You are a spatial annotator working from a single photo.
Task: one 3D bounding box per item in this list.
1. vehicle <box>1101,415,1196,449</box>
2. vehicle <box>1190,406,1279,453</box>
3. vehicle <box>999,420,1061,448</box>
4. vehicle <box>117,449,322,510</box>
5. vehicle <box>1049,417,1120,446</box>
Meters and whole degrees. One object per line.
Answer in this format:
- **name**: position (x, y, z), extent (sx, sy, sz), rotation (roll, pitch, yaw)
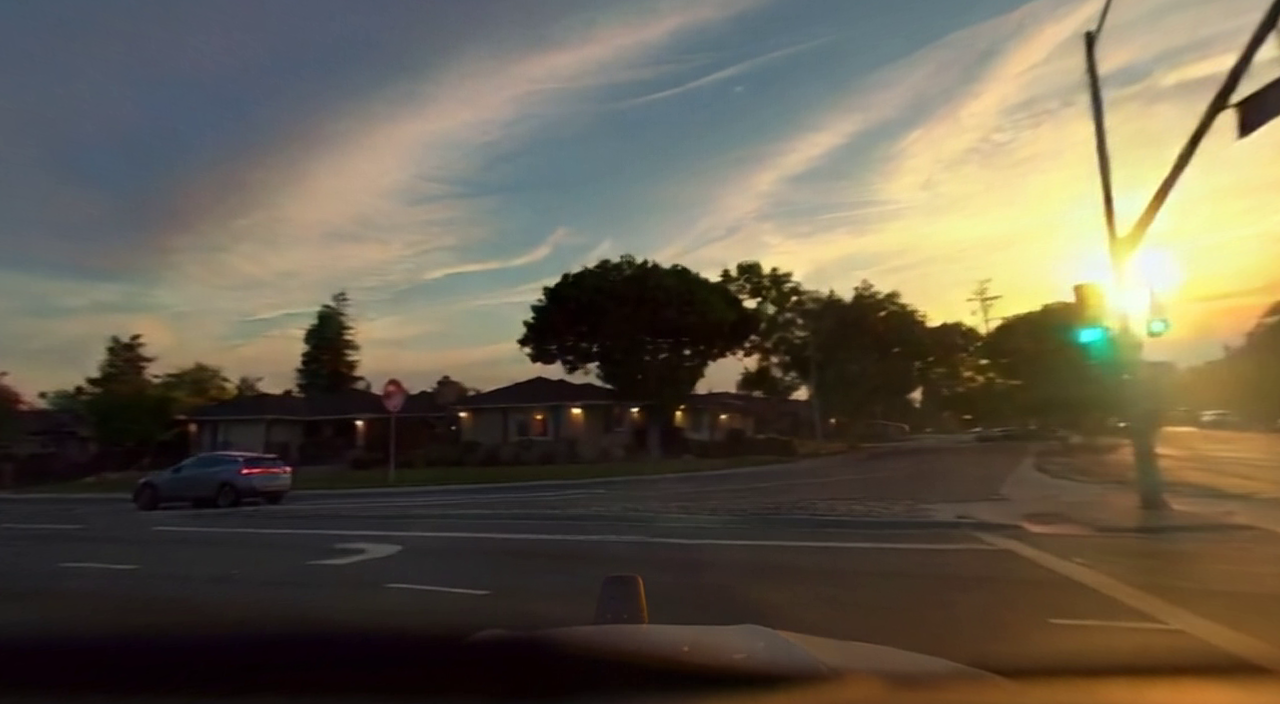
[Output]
- **vehicle**: position (27.767, 4.441, 34.643), extent (2.159, 1.734, 4.462), rotation (-2, -9, 12)
- **vehicle**: position (26.364, 3.415, 27.245), extent (1.963, 1.850, 4.651), rotation (-3, -9, 16)
- **vehicle**: position (25.379, 5.406, 41.175), extent (1.943, 1.702, 4.406), rotation (-2, -9, 11)
- **vehicle**: position (-13.356, 4.047, 20.330), extent (4.995, 1.798, 2.102), rotation (0, -9, -3)
- **vehicle**: position (29.496, 5.348, 41.996), extent (2.176, 1.750, 4.465), rotation (-2, -9, 12)
